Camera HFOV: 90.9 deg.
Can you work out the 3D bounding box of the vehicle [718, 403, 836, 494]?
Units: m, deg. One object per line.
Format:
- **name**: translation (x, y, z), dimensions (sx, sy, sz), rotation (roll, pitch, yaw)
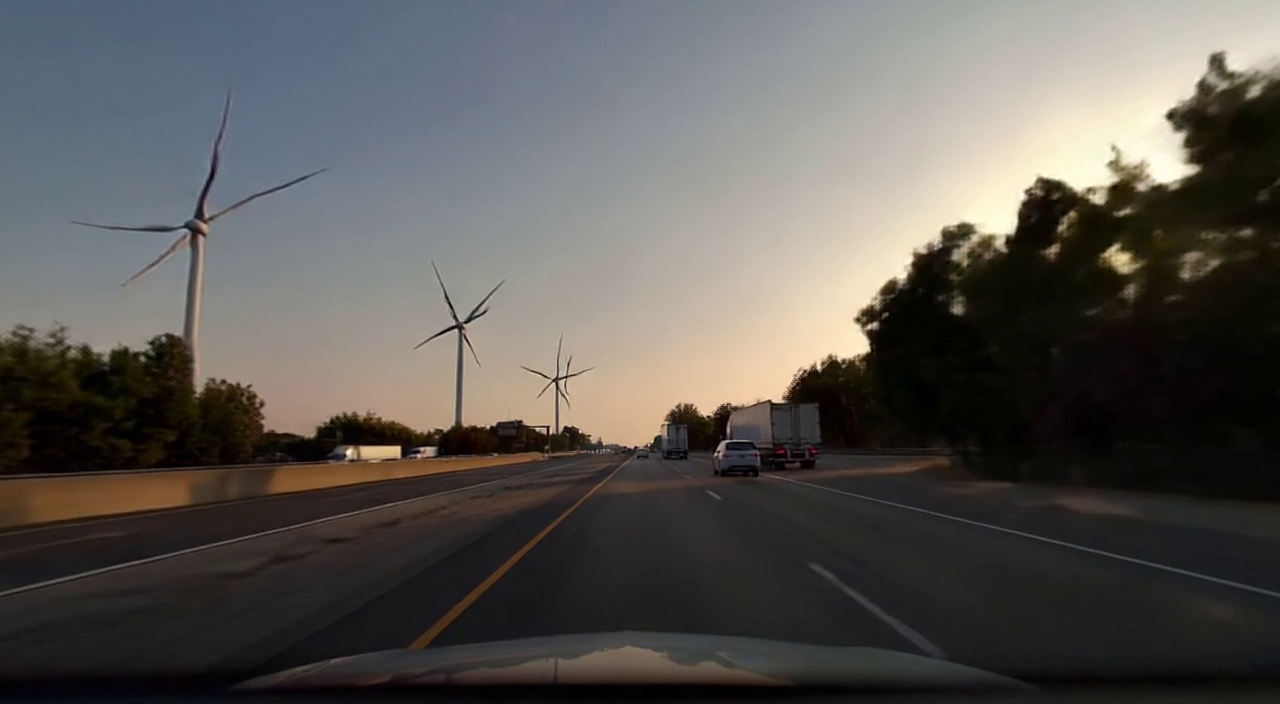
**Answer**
- **vehicle**: translation (4.349, 3.245, 21.155), dimensions (2.609, 2.648, 5.397), rotation (0, -9, -1)
